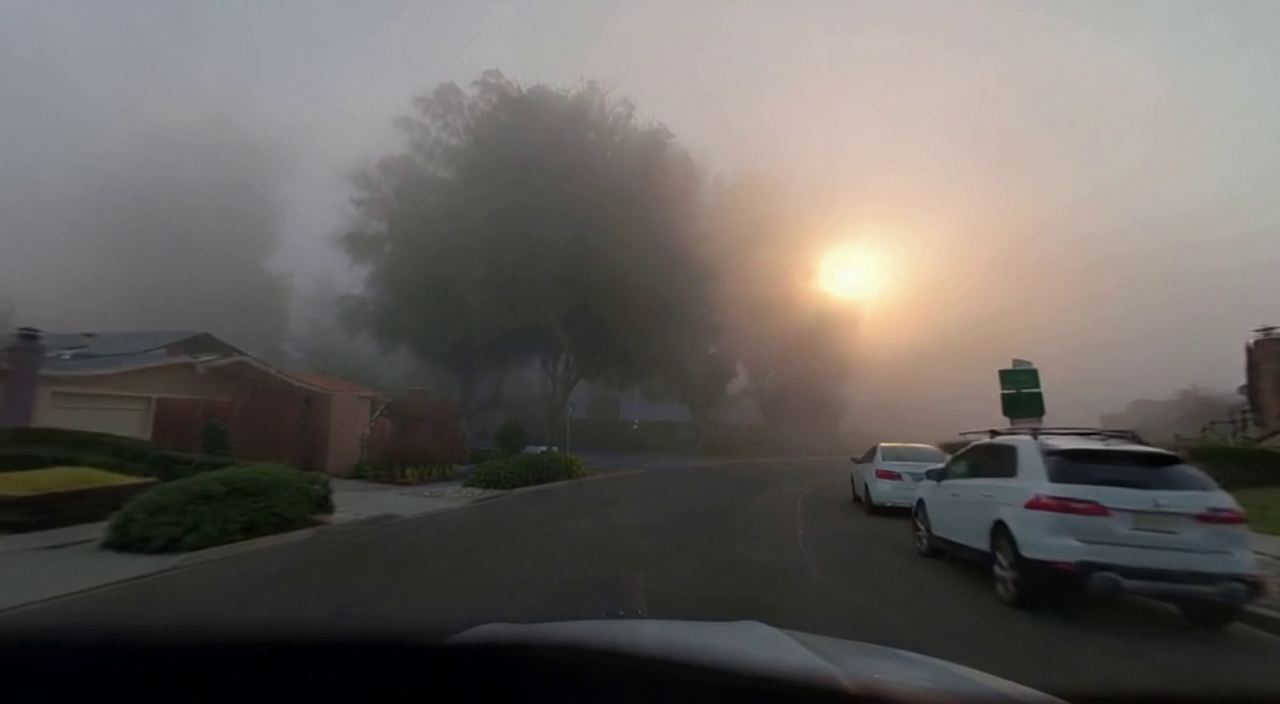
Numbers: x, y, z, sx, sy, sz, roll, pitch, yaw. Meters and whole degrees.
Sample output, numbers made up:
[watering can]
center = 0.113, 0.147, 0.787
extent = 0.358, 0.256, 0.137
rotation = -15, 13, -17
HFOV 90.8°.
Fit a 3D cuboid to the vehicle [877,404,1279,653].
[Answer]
[vehicle]
center = 4.190, 1.529, 6.662
extent = 2.075, 1.657, 4.648
rotation = -1, -8, 7
